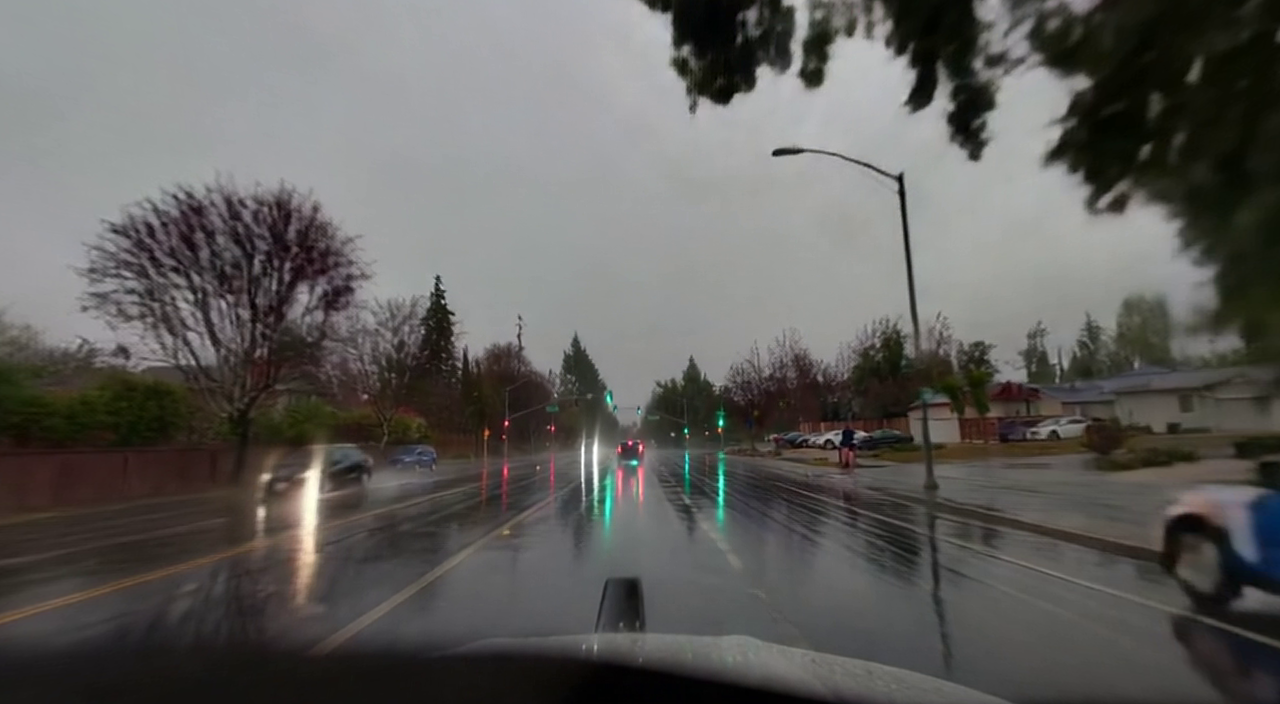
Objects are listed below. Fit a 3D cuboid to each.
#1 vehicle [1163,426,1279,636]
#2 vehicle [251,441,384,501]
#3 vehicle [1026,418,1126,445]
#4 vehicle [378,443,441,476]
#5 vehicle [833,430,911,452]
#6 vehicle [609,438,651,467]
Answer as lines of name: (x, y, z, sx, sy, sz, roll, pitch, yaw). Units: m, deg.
vehicle: (5.794, 1.169, 3.620, 1.926, 1.555, 4.106, 0, -9, -3)
vehicle: (-9.871, 3.647, 19.793, 1.945, 1.629, 4.197, 0, -9, 0)
vehicle: (27.343, 5.019, 39.768, 4.736, 1.646, 2.037, 0, -9, 0)
vehicle: (-13.261, 6.205, 36.623, 1.957, 1.754, 4.393, 0, -9, 0)
vehicle: (16.260, 6.257, 44.439, 4.658, 1.495, 1.978, 0, -9, -2)
vehicle: (-0.549, 5.320, 33.541, 2.104, 1.462, 3.991, 0, -9, -1)
